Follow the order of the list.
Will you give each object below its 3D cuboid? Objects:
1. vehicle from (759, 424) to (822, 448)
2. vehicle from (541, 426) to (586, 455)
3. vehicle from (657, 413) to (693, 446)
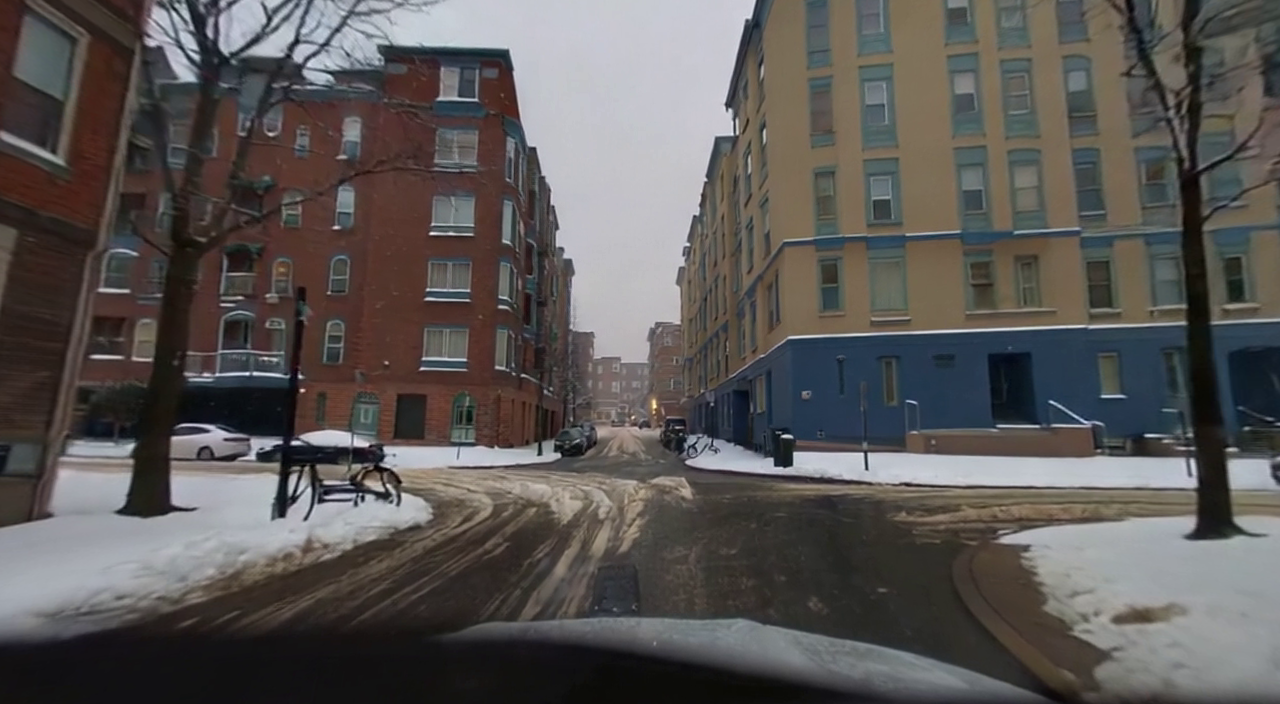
[{"bbox_3d":[9.027,5.065,37.902,3.404,1.431,1.641,0,-7,0],"label":"vehicle"},{"bbox_3d":[-4.054,4.760,33.985,1.897,1.431,3.741,0,-7,1],"label":"vehicle"},{"bbox_3d":[2.341,5.313,43.069,2.072,2.074,4.358,0,-7,-2],"label":"vehicle"}]
